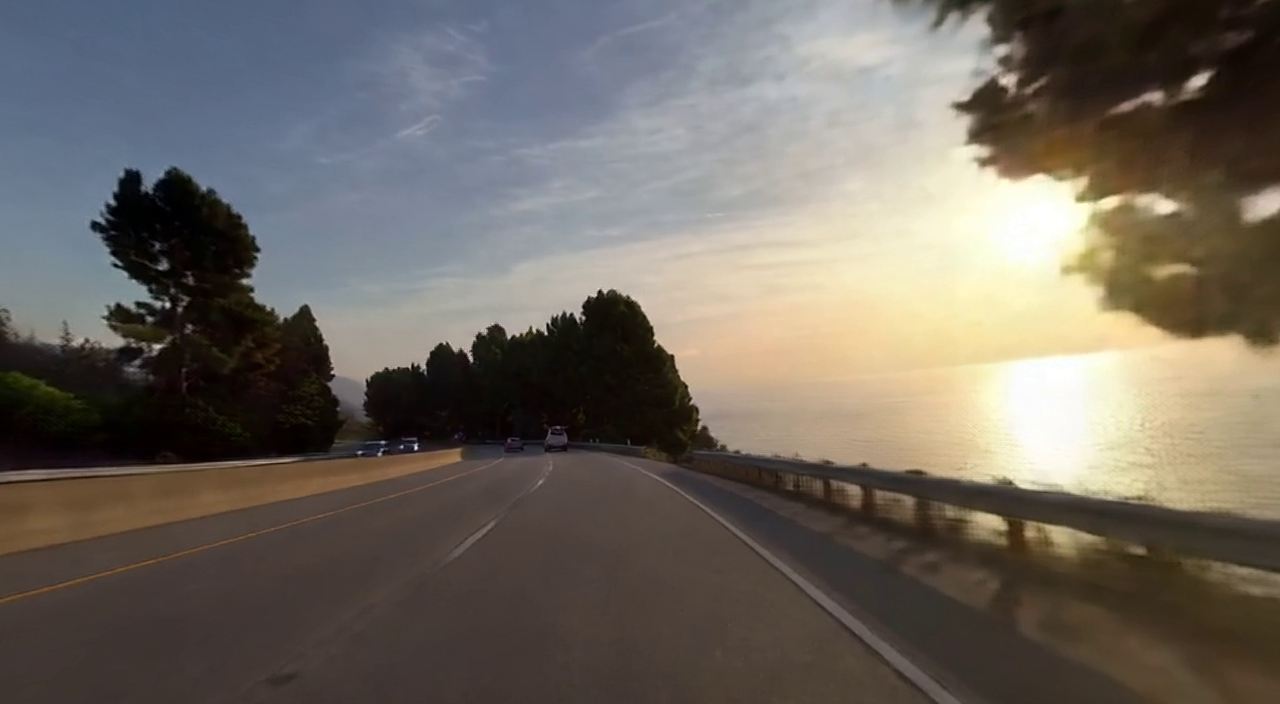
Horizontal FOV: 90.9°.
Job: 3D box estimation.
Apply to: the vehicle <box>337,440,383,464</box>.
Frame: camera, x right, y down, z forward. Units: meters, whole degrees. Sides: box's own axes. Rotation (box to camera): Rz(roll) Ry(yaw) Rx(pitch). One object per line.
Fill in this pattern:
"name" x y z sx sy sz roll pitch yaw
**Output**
"vehicle" -19.839 7.078 44.876 1.929 1.611 4.479 1 -8 -11
